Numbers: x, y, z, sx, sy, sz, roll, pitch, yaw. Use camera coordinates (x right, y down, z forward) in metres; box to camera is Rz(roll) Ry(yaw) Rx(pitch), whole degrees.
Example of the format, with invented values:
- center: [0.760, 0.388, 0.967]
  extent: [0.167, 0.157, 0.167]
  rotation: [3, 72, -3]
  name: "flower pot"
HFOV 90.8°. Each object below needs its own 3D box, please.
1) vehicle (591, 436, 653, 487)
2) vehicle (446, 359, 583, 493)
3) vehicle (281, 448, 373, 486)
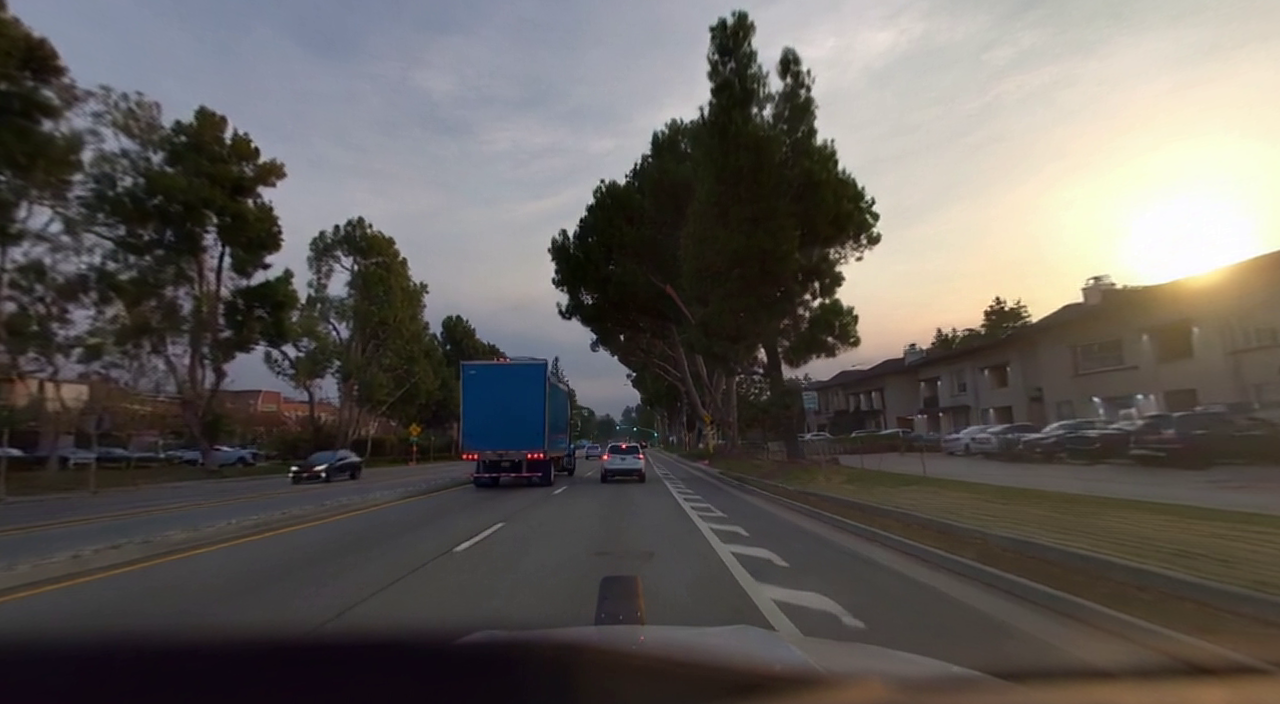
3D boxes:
- center: [-0.621, 3.993, 23.340]
  extent: [2.094, 1.682, 3.866]
  rotation: [0, -9, 0]
  name: "vehicle"
- center: [-4.109, 2.917, 23.630]
  extent: [2.996, 3.902, 10.410]
  rotation: [0, -9, 0]
  name: "vehicle"
- center: [-14.372, 5.302, 29.349]
  extent: [1.993, 1.568, 4.645]
  rotation: [0, -9, -2]
  name: "vehicle"
